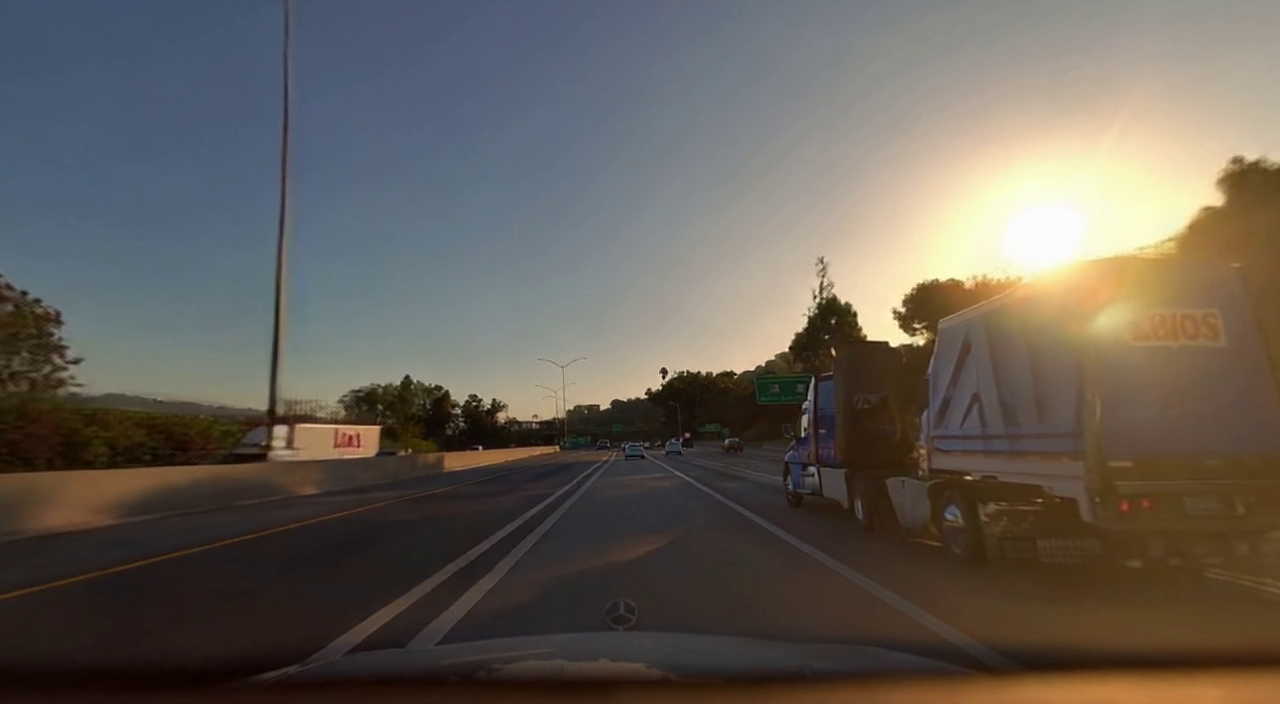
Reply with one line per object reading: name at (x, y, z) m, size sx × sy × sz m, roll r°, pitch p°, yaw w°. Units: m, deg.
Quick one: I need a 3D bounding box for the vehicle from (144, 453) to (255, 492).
vehicle at (-19.467, 5.319, 28.204) m, size 1.858 × 1.546 × 4.335 m, roll 0°, pitch -8°, yaw -1°

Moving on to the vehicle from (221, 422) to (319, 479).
vehicle at (-27.524, 7.347, 47.448) m, size 3.027 × 3.952 × 7.052 m, roll 0°, pitch -8°, yaw -1°

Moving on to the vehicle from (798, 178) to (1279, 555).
vehicle at (7.546, 1.291, 15.055) m, size 2.892 × 4.128 × 16.495 m, roll 0°, pitch -8°, yaw -2°
